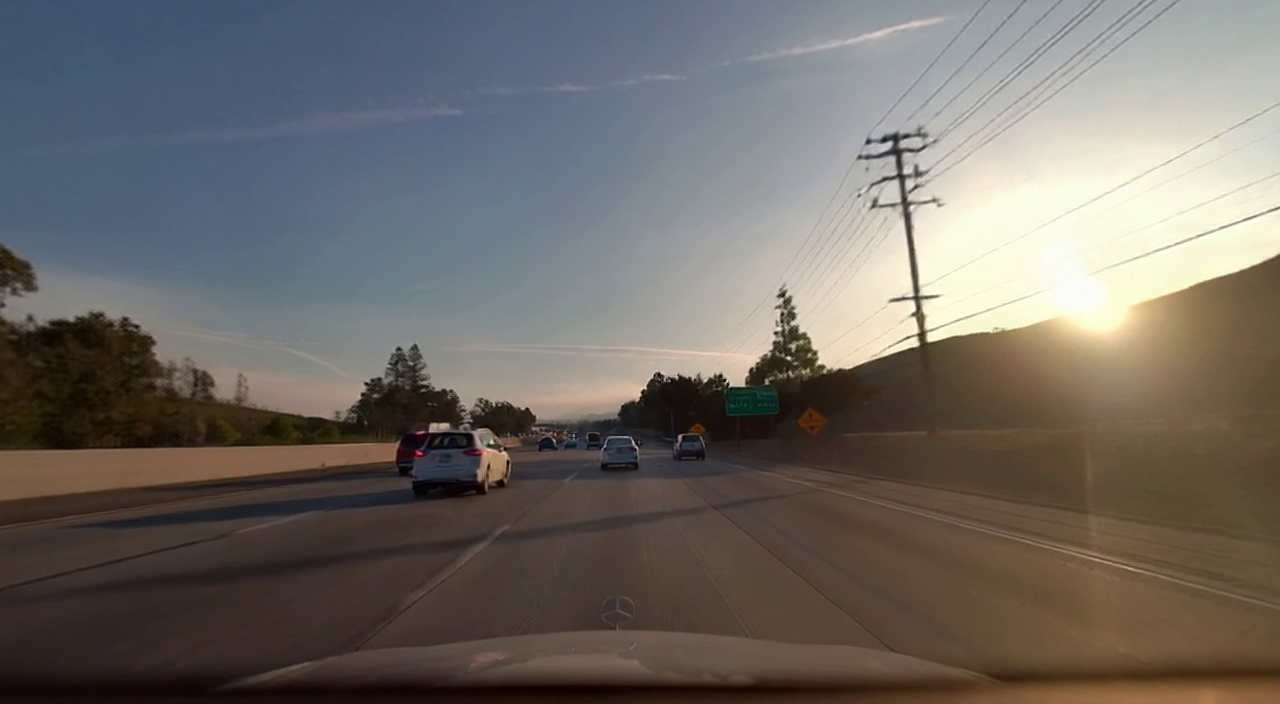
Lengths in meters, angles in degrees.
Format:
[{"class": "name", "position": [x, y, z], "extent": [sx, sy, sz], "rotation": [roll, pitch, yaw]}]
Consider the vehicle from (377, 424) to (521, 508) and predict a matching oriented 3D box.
[{"class": "vehicle", "position": [-4.127, 2.504, 14.528], "extent": [1.901, 1.601, 4.610], "rotation": [0, -8, 0]}]

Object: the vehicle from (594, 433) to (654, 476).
[{"class": "vehicle", "position": [-0.586, 3.836, 23.861], "extent": [2.086, 1.488, 3.440], "rotation": [0, -8, -1]}]

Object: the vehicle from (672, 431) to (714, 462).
[{"class": "vehicle", "position": [3.072, 5.603, 37.631], "extent": [1.950, 1.695, 4.446], "rotation": [0, -8, -3]}]
